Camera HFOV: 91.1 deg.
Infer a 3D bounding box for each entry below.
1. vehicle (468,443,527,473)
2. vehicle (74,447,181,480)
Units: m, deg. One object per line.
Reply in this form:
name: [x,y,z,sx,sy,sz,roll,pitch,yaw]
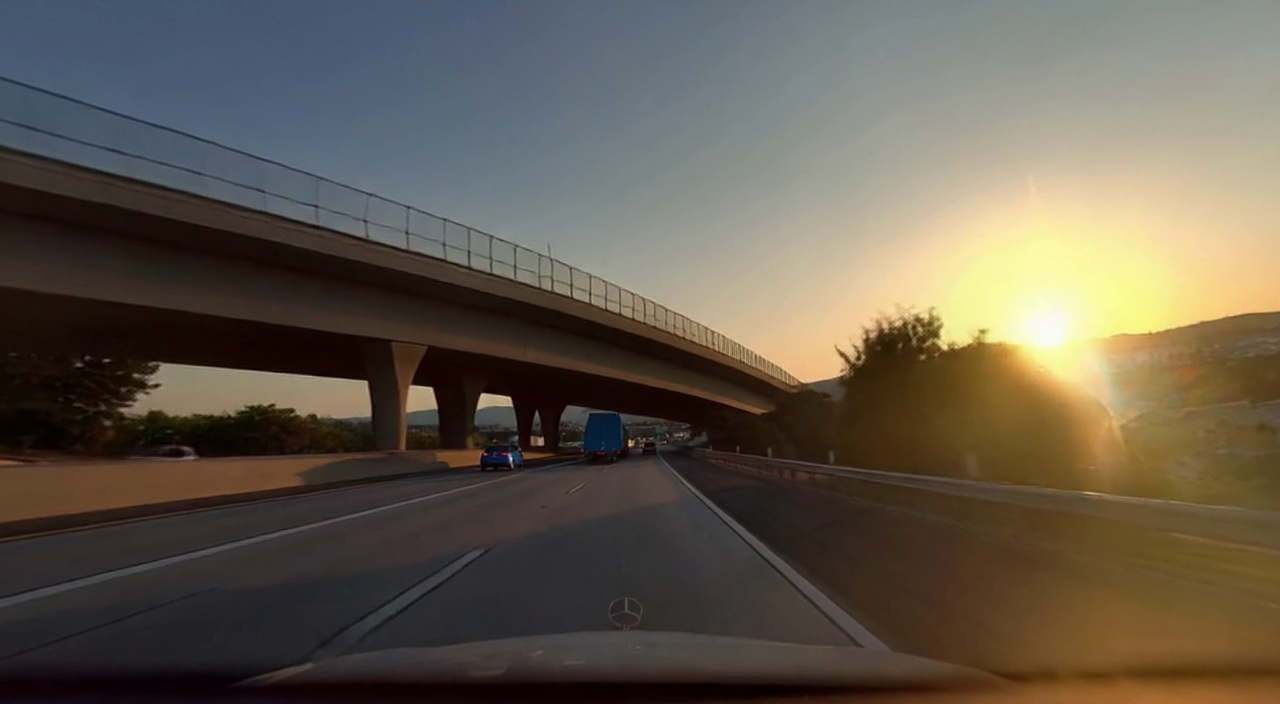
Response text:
vehicle: [-7.411,5.546,33.182,1.901,1.467,4.629,0,-8,2]
vehicle: [-29.026,6.301,35.792,2.059,1.718,4.643,0,-8,1]
